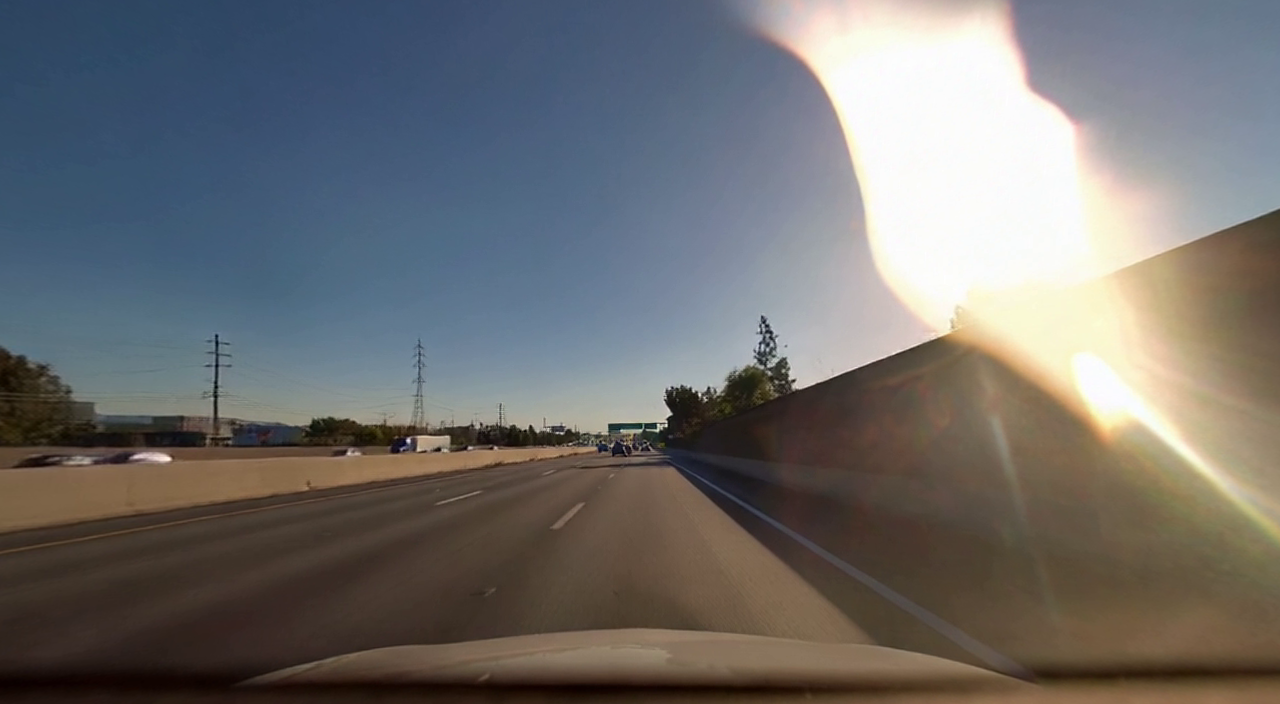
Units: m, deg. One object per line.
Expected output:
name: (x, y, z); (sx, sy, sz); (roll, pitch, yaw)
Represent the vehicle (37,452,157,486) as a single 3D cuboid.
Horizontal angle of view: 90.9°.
vehicle: (-28.136, 6.039, 32.929); (1.893, 1.522, 4.847); (0, -8, 1)
